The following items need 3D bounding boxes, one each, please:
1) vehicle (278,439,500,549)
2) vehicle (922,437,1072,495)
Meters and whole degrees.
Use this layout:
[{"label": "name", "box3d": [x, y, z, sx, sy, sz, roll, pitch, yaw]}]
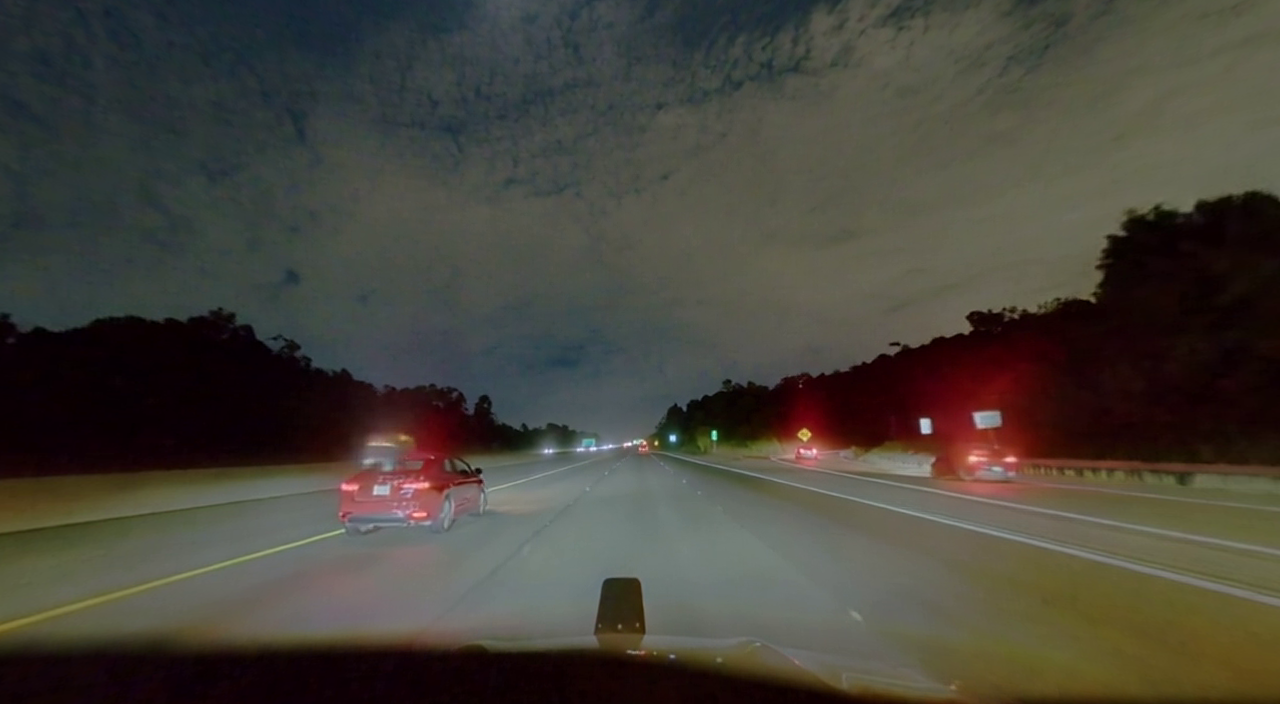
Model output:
[{"label": "vehicle", "box3d": [-3.868, 2.249, 10.743, 1.873, 1.438, 4.546, 0, -9, 1]}, {"label": "vehicle", "box3d": [10.278, 3.313, 18.659, 1.884, 1.485, 4.600, -1, -9, 2]}]
